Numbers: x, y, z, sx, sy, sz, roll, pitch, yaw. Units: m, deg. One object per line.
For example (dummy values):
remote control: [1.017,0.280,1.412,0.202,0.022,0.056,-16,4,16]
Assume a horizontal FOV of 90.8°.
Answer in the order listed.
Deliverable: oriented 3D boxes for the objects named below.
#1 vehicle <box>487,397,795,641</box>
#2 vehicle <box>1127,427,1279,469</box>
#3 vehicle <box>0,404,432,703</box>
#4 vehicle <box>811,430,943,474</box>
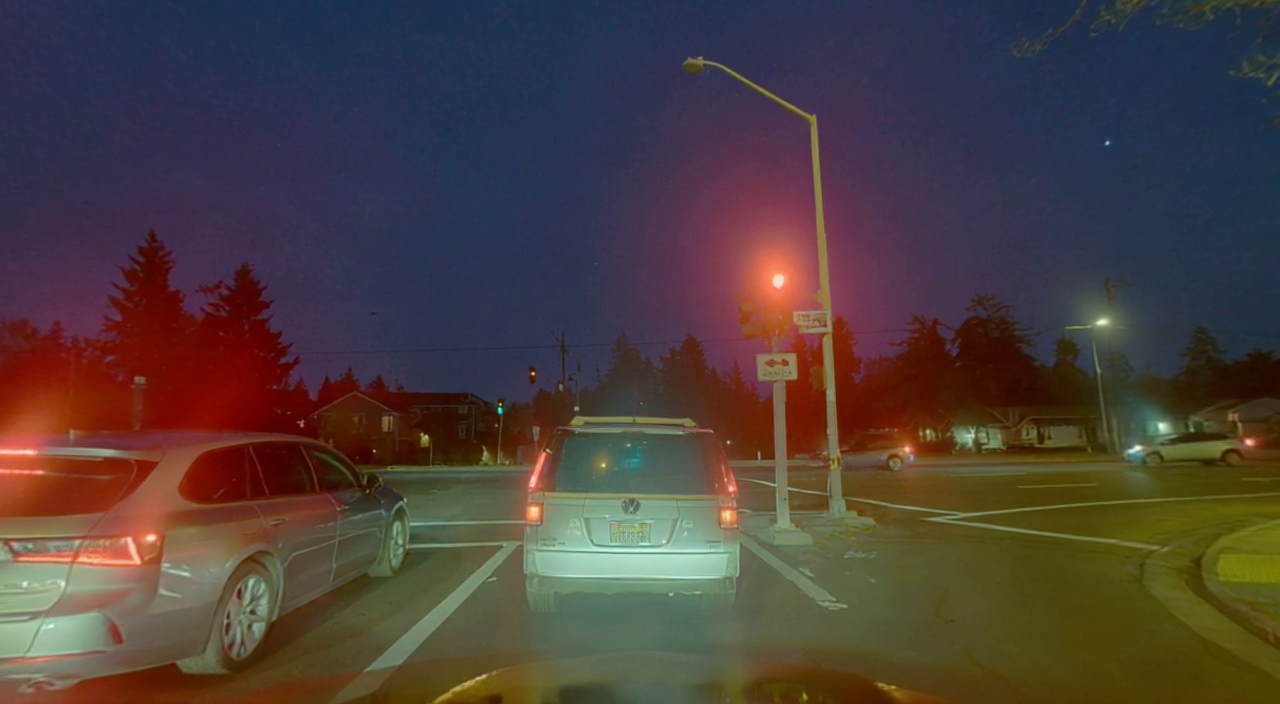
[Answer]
vehicle: [-0.128,1.470,6.565,2.154,1.670,4.140,1,-9,-4]
vehicle: [23.028,3.897,25.676,4.670,1.616,1.926,-1,-9,6]
vehicle: [-3.281,1.280,4.729,2.035,1.492,4.415,0,-9,-2]
vehicle: [10.023,4.276,27.075,4.887,1.769,2.035,-1,-9,6]
